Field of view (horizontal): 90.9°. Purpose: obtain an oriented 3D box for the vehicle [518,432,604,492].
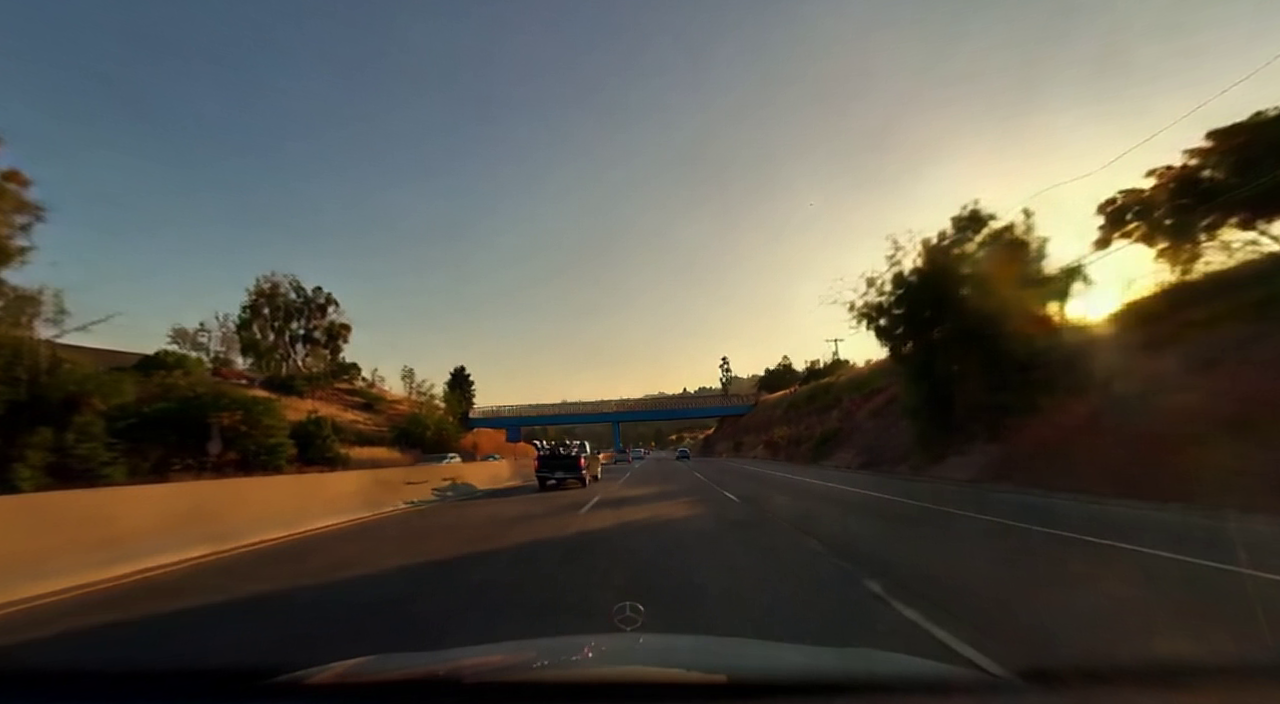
[{"bbox_3d":[-2.770,4.043,23.507,2.369,1.948,5.343,0,-9,2],"label":"vehicle"}]
